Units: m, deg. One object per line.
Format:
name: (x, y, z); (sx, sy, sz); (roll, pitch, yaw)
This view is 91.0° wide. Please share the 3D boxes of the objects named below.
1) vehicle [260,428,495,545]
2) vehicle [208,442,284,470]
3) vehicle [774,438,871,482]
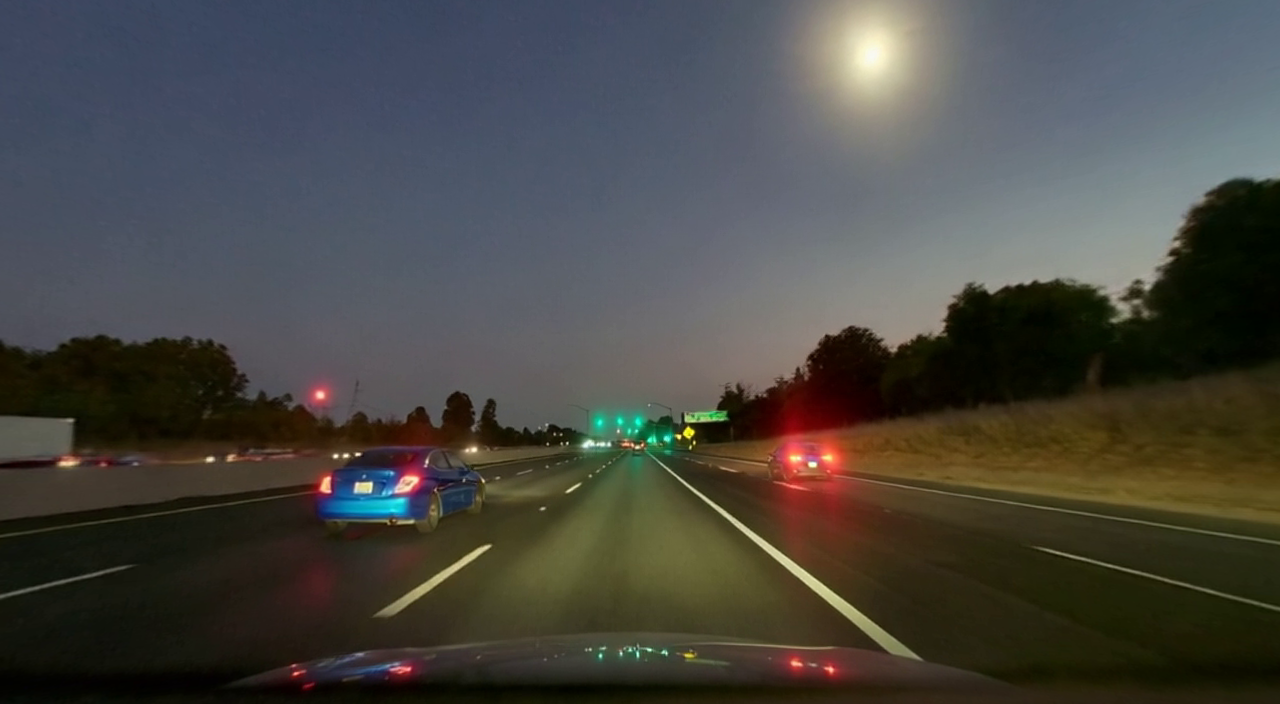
vehicle: (-3.970, 2.109, 10.547); (1.987, 1.516, 4.478); (0, -9, 0)
vehicle: (-28.526, 7.519, 45.805); (2.124, 1.912, 5.133); (0, -9, 0)
vehicle: (6.695, 4.023, 23.723); (2.049, 1.481, 4.774); (0, -9, -2)
